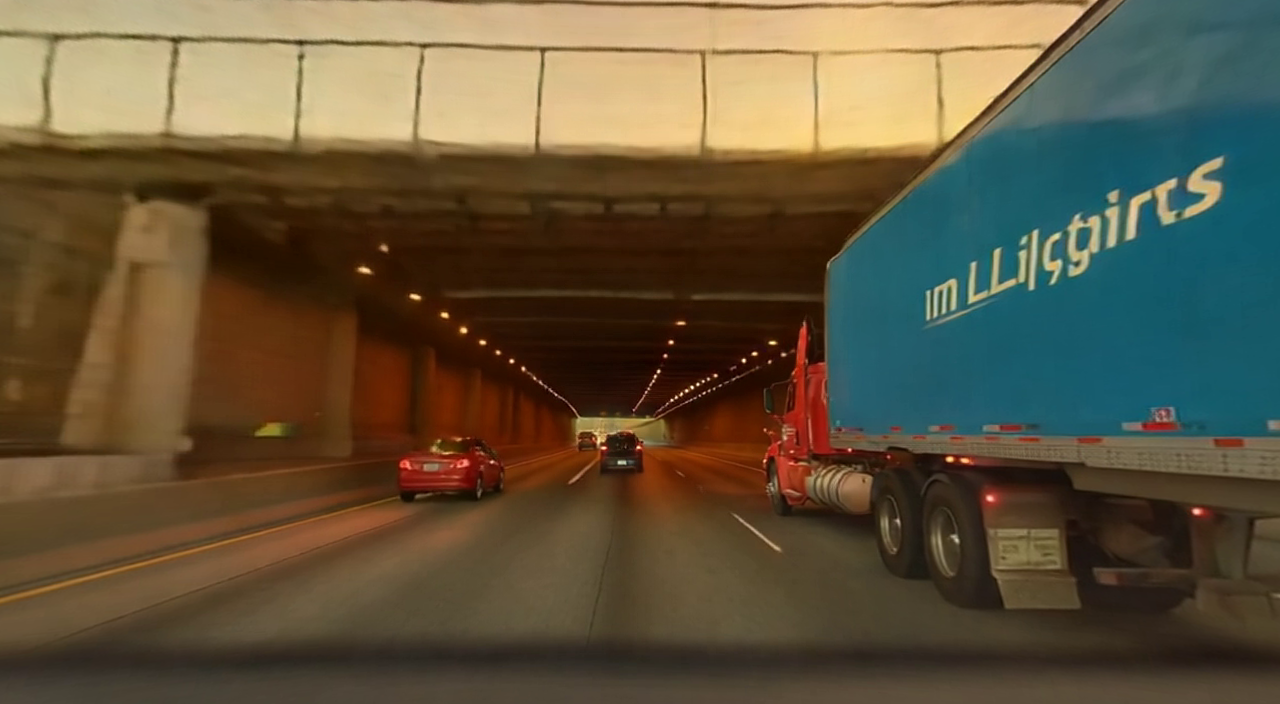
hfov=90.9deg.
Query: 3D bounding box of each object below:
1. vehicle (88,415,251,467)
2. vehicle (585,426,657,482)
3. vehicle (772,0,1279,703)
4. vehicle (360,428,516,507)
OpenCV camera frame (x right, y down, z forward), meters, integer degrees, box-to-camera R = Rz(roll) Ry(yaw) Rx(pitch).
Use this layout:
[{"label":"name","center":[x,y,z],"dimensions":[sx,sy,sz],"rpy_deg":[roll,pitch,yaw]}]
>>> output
[{"label":"vehicle","center":[-15.316,2.943,20.929],"dimensions":[1.844,1.493,4.736],"rpy_deg":[0,-8,-1]},{"label":"vehicle","center":[-0.582,3.235,20.285],"dimensions":[2.094,1.600,3.666],"rpy_deg":[0,-8,-1]},{"label":"vehicle","center":[3.826,-0.156,3.804],"dimensions":[2.842,4.108,14.081],"rpy_deg":[0,-8,-1]},{"label":"vehicle","center":[-4.167,2.443,13.887],"dimensions":[2.019,1.435,4.317],"rpy_deg":[0,-8,0]}]
